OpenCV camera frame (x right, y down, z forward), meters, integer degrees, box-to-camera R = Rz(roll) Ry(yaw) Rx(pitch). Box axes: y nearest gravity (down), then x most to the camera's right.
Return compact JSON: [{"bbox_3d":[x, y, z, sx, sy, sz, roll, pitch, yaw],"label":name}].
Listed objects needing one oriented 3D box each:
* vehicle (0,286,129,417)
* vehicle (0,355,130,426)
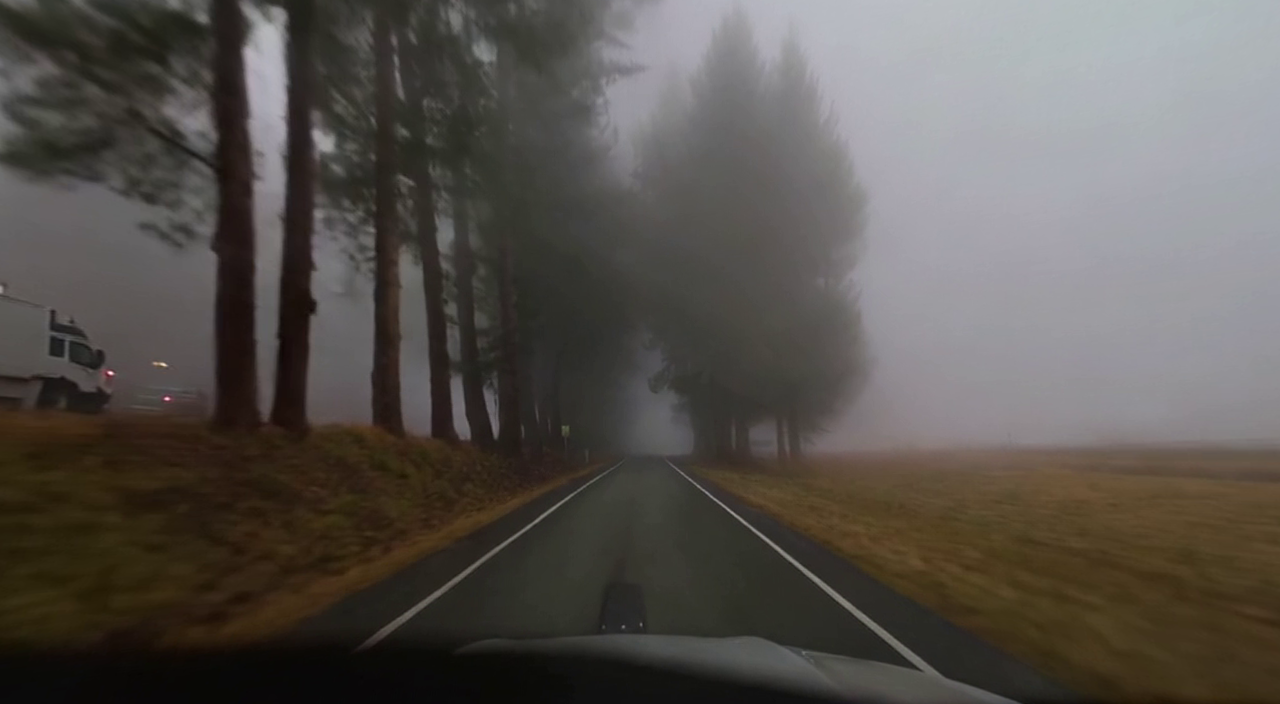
[{"bbox_3d":[-24.054,-0.730,18.613,3.314,4.163,16.558,-1,-10,3],"label":"vehicle"},{"bbox_3d":[-19.725,1.295,20.018,2.339,1.956,5.312,-1,-8,4],"label":"vehicle"}]
